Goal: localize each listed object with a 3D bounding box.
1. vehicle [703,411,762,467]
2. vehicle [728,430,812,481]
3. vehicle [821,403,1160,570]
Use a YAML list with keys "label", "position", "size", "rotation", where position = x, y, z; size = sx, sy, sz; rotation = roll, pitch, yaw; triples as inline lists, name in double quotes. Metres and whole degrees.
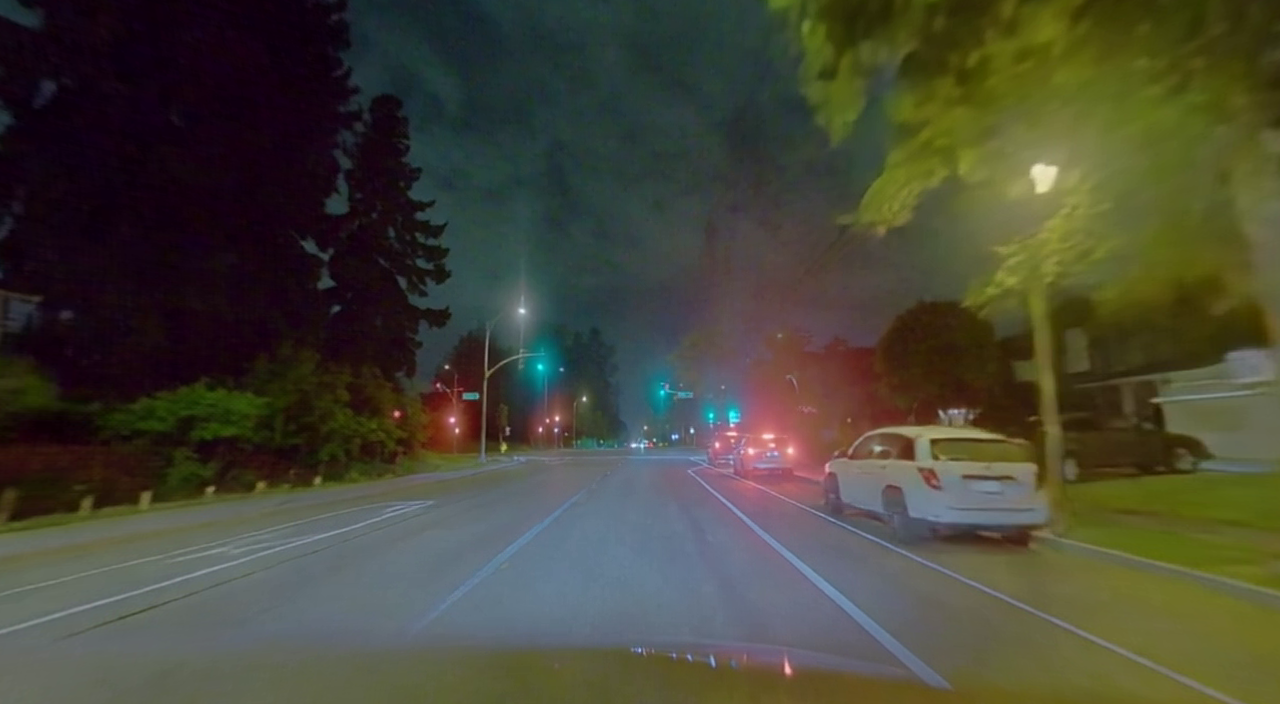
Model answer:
- label: "vehicle"
  position: [4.959, 4.790, 34.614]
  size: [2.398, 2.806, 4.857]
  rotation: [0, -8, -1]
- label: "vehicle"
  position: [4.777, 3.903, 24.019]
  size: [2.202, 1.712, 4.813]
  rotation: [0, -8, 0]
- label: "vehicle"
  position: [4.599, 1.844, 9.490]
  size: [2.279, 1.829, 4.859]
  rotation: [0, -8, 0]
